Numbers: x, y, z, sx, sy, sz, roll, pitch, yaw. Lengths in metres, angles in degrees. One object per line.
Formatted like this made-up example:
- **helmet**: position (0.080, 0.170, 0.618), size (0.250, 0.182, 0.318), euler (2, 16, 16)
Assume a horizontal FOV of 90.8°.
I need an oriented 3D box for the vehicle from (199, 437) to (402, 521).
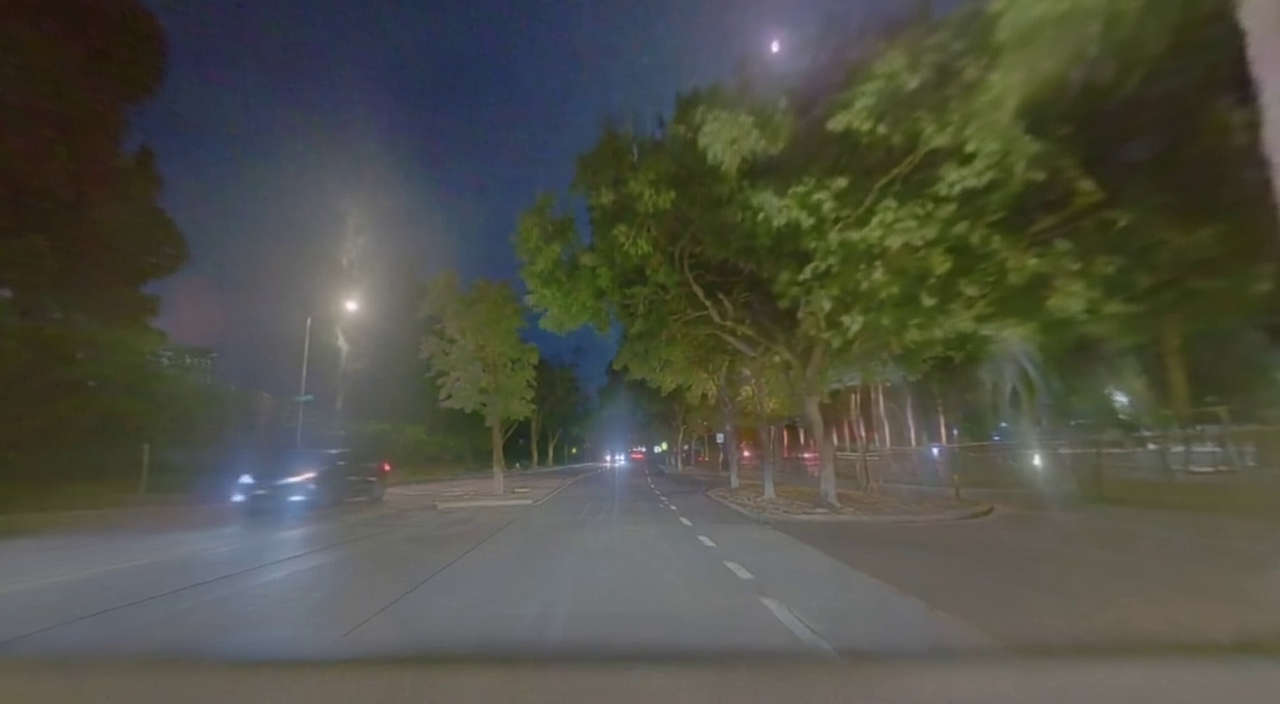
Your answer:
- **vehicle**: position (-7.874, 2.971, 15.372), size (2.036, 1.686, 4.780), euler (-1, -9, 4)
